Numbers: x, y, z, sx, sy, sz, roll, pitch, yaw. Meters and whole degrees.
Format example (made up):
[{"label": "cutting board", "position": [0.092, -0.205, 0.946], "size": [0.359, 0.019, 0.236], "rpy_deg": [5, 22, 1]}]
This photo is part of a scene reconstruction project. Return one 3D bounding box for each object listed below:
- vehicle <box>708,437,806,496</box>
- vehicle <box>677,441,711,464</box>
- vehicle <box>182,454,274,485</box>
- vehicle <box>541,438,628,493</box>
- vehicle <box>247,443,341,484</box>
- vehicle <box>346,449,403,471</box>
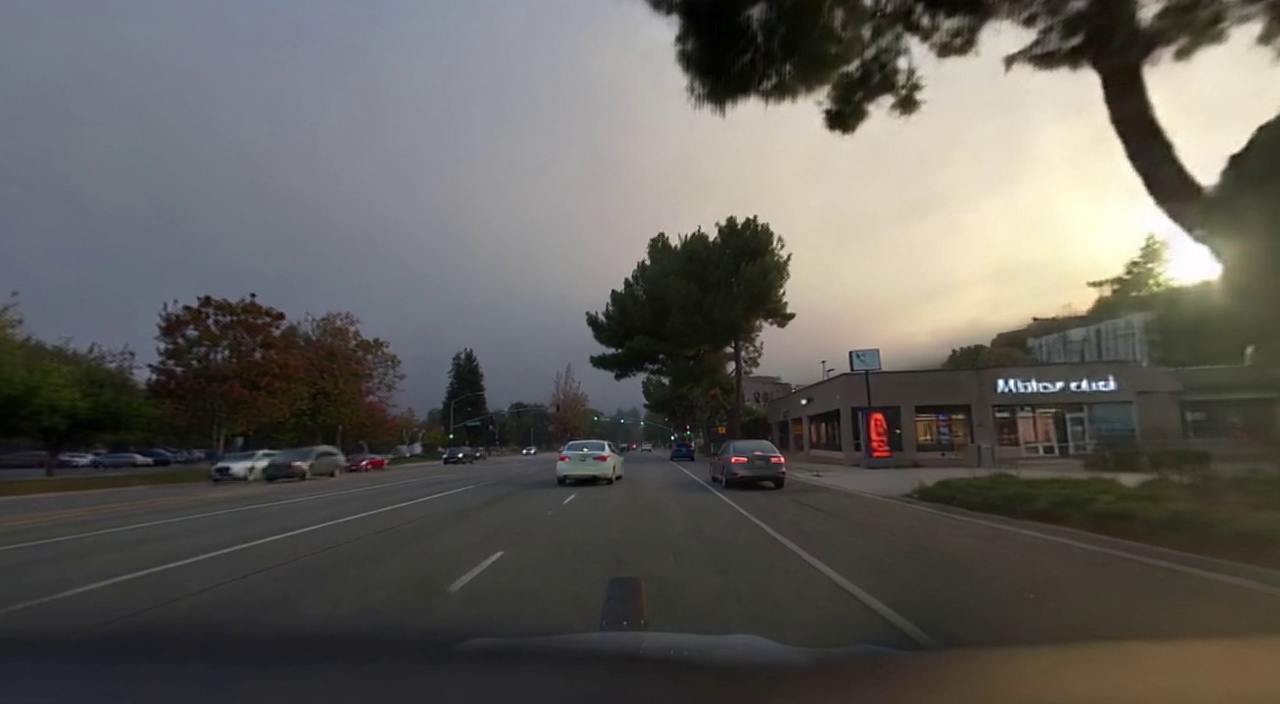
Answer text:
[{"label": "vehicle", "position": [3.203, 3.227, 18.228], "size": [1.948, 1.474, 4.360], "rpy_deg": [0, -8, -1]}, {"label": "vehicle", "position": [3.694, 6.920, 43.629], "size": [1.913, 1.463, 4.198], "rpy_deg": [0, -8, -1]}, {"label": "vehicle", "position": [-22.035, 6.289, 33.960], "size": [1.848, 1.450, 4.678], "rpy_deg": [0, -8, 0]}, {"label": "vehicle", "position": [-1.529, 3.339, 18.913], "size": [1.971, 1.433, 3.923], "rpy_deg": [-1, -8, 5]}, {"label": "vehicle", "position": [-15.417, 4.965, 28.379], "size": [1.863, 1.658, 4.078], "rpy_deg": [0, -8, 1]}, {"label": "vehicle", "position": [-19.074, 7.749, 45.557], "size": [1.984, 1.481, 4.752], "rpy_deg": [0, -8, 1]}]
